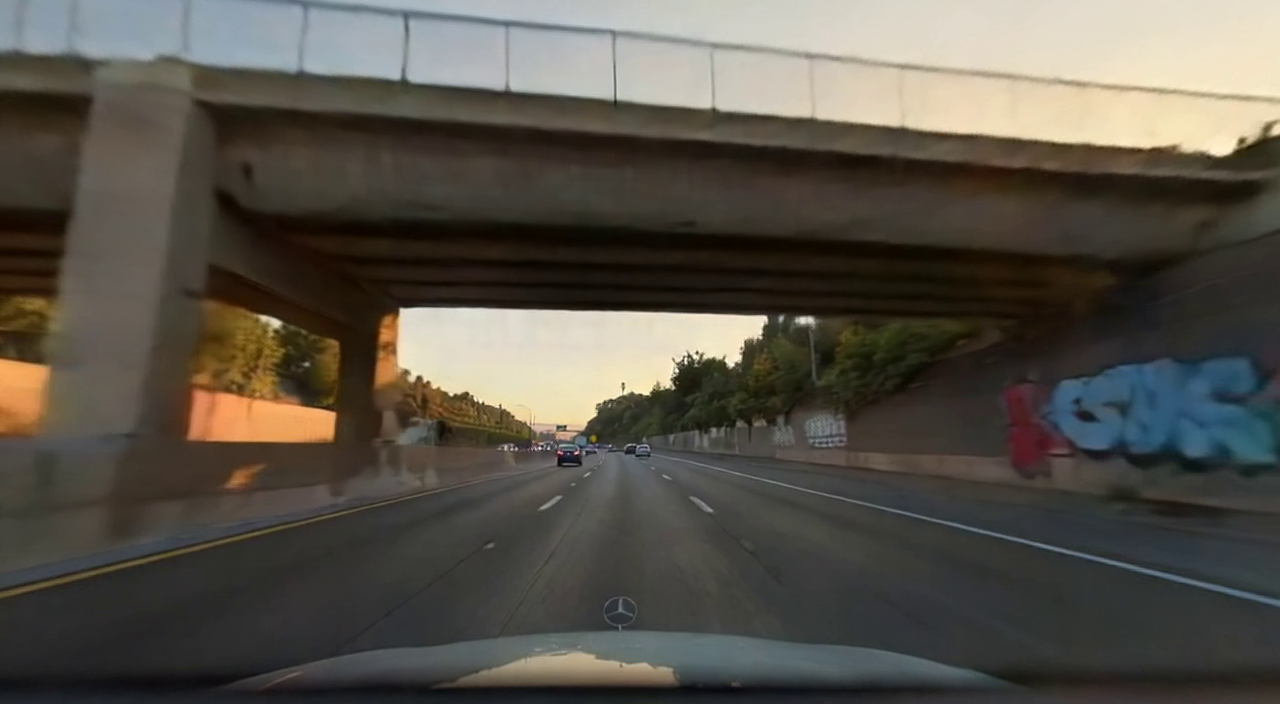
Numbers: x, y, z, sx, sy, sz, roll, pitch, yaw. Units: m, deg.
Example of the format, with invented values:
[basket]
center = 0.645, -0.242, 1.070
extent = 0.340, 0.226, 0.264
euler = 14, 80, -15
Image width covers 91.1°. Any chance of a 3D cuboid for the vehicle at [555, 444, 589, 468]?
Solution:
[vehicle]
center = -4.331, 6.711, 40.563
extent = 1.871, 1.459, 3.771
euler = 0, -9, -1
